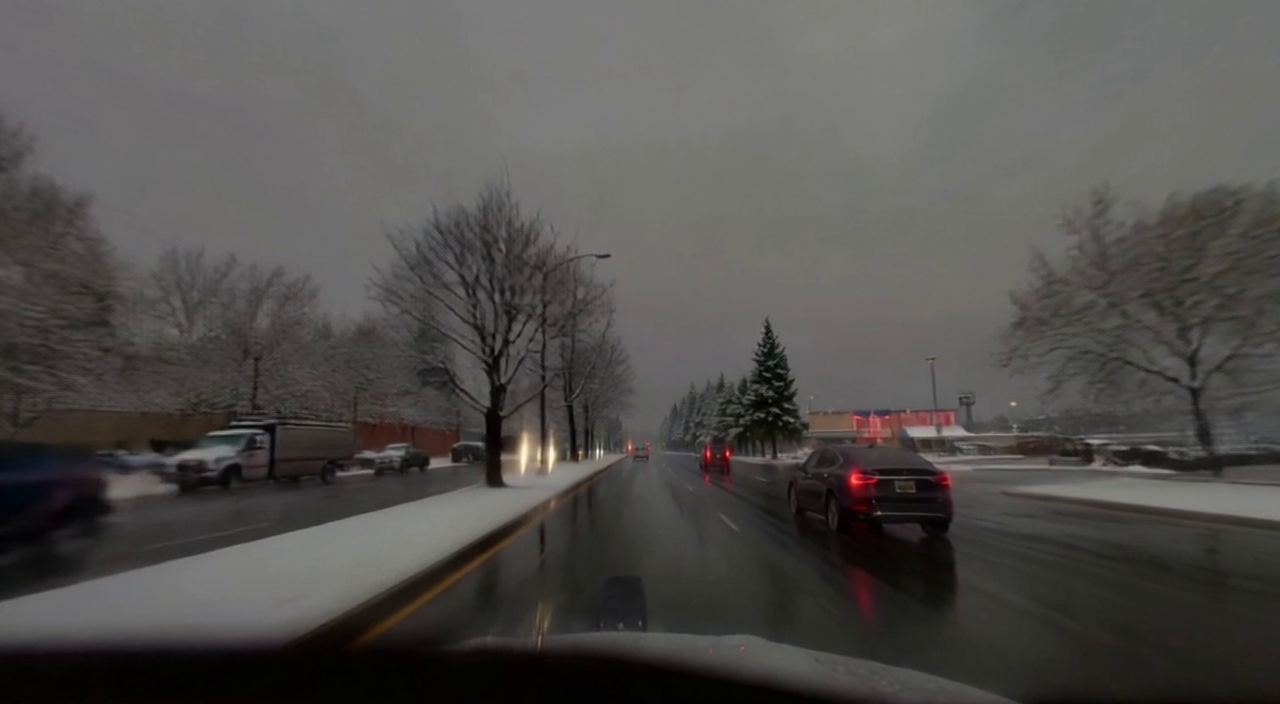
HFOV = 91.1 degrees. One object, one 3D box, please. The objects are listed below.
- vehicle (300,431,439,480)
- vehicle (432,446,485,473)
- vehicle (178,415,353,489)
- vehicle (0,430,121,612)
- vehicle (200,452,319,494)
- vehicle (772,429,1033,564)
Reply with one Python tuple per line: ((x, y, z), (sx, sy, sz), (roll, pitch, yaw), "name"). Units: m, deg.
((-18.256, 7.197, 44.417), (2.964, 2.641, 15.868), (-3, -8, 0), "vehicle")
((-11.854, 7.029, 41.303), (2.018, 1.639, 4.764), (-1, -9, 1), "vehicle")
((-18.233, 5.042, 31.758), (3.043, 2.916, 9.736), (-4, -9, -1), "vehicle")
((-6.124, 1.212, 3.958), (1.923, 1.471, 4.646), (0, -9, -4), "vehicle")
((-14.973, 4.755, 25.077), (1.859, 1.452, 4.608), (0, -9, 0), "vehicle")
((3.435, 1.964, 9.340), (1.935, 1.501, 4.384), (0, -9, -1), "vehicle")
